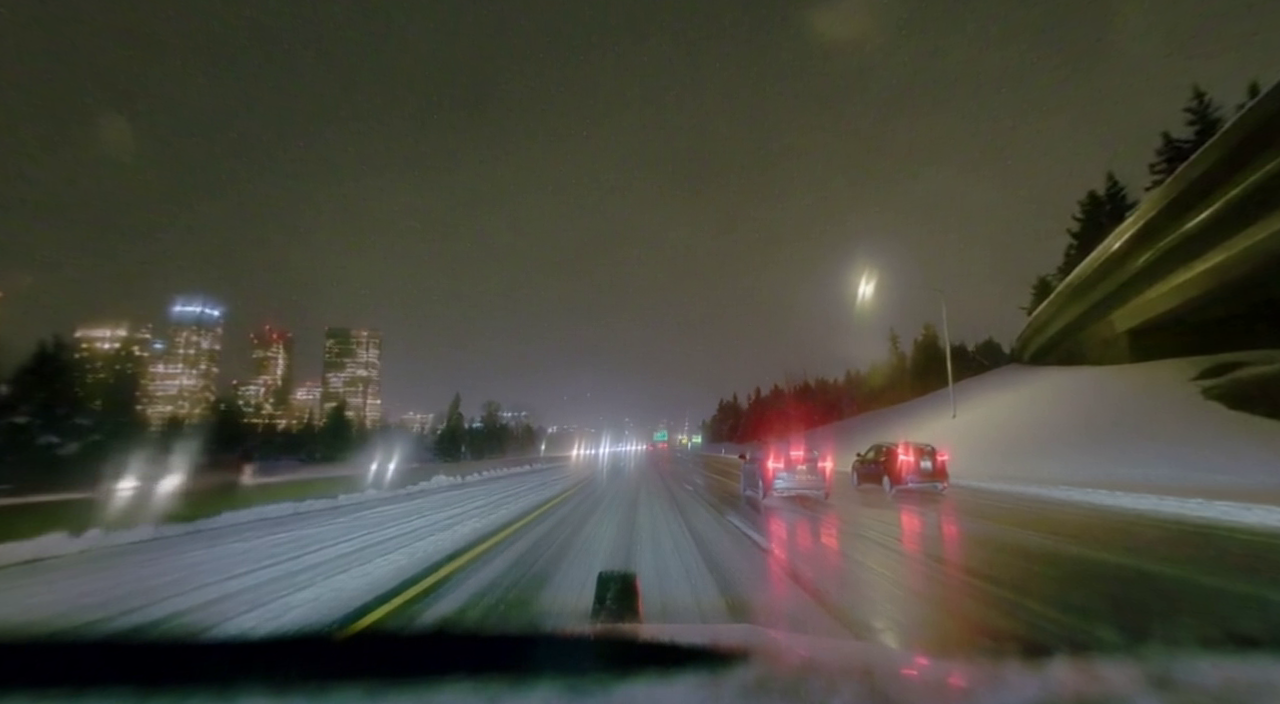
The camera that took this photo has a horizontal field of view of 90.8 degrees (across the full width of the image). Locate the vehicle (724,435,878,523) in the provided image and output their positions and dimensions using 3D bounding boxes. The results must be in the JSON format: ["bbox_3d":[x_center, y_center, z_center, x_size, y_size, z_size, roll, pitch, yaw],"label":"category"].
[{"bbox_3d":[3.165,2.598,13.546,1.982,1.533,4.612,0,-8,-1],"label":"vehicle"}]

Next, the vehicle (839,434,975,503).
[{"bbox_3d":[6.902,3.033,16.831,1.856,1.592,3.920,0,-8,-1],"label":"vehicle"}]

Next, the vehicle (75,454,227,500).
[{"bbox_3d":[-19.461,4.967,25.500,2.202,1.577,4.701,-1,-8,3],"label":"vehicle"}]
